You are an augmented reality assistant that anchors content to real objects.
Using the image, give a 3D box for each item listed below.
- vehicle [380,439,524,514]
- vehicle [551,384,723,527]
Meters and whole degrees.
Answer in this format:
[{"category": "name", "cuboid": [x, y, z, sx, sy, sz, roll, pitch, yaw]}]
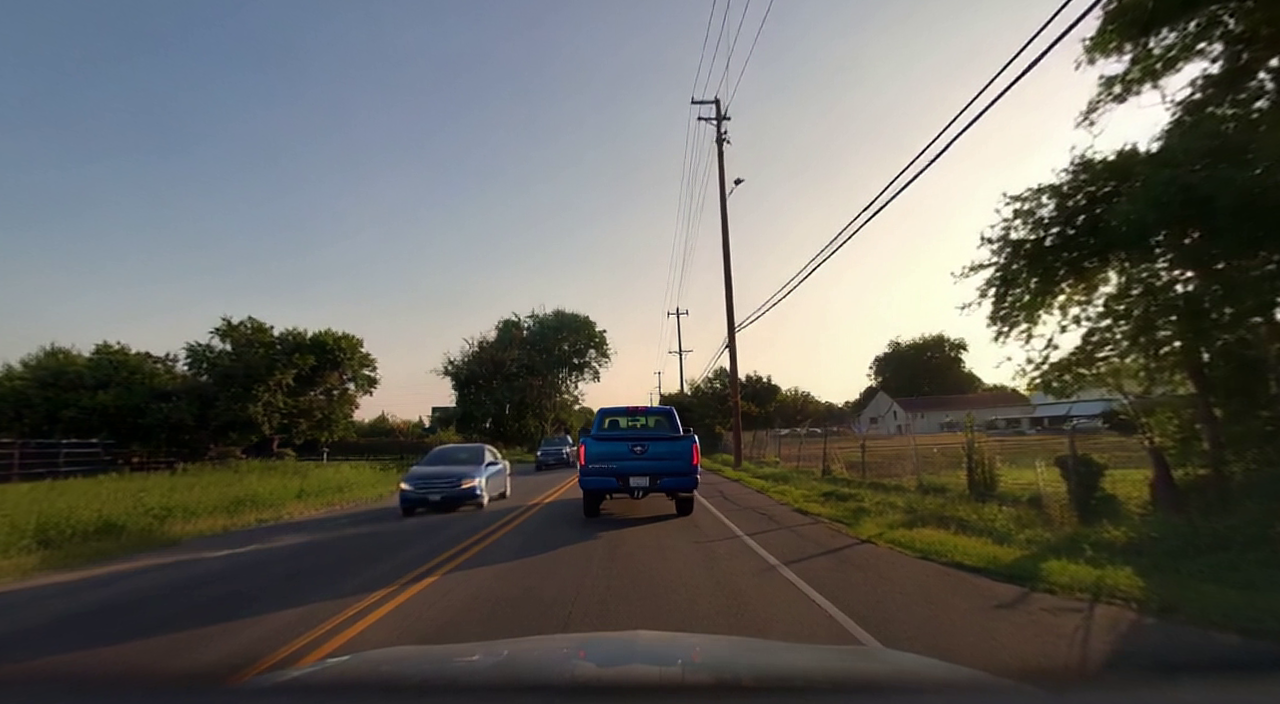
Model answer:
[{"category": "vehicle", "cuboid": [-4.080, 2.766, 14.563, 1.974, 1.455, 4.289, 0, -8, 0]}, {"category": "vehicle", "cuboid": [-0.087, 2.062, 12.955, 2.693, 2.223, 5.885, 0, -8, -1]}]
